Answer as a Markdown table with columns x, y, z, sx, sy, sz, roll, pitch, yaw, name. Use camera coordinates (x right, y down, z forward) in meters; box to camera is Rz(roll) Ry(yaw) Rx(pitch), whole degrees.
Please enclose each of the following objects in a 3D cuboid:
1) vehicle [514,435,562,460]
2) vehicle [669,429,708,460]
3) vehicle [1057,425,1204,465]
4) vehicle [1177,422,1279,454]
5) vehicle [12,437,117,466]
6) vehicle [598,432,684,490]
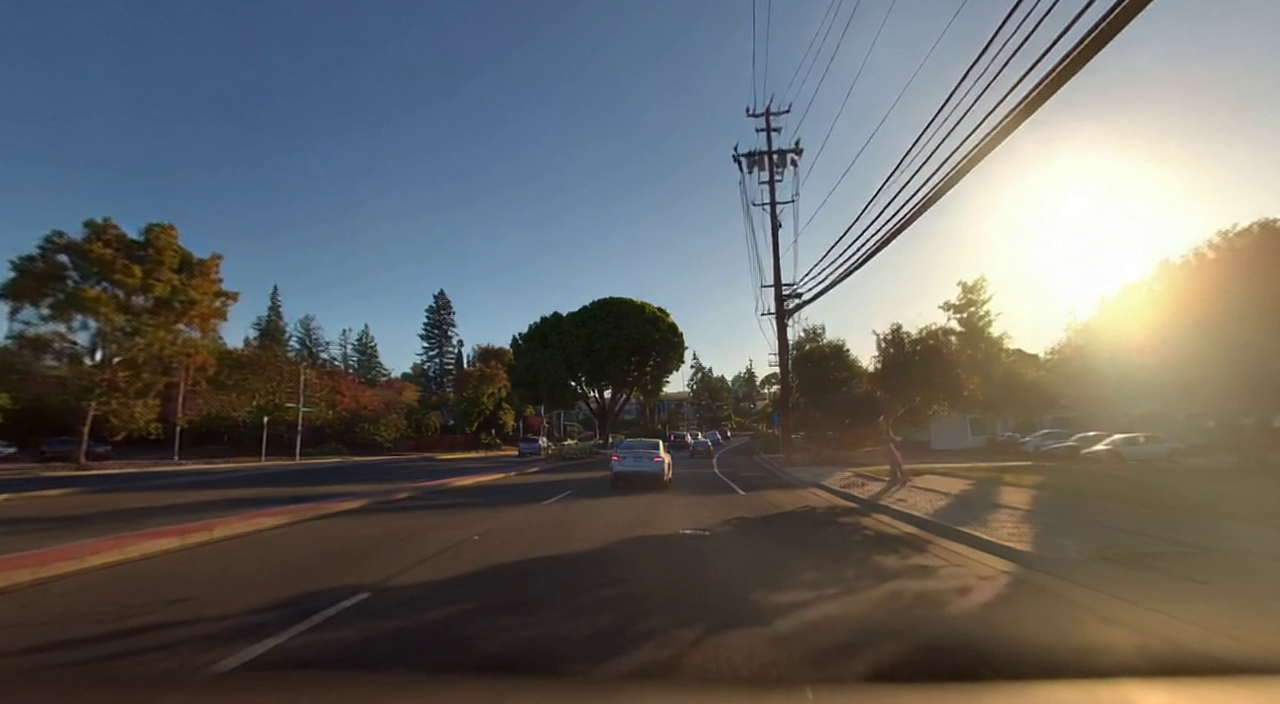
| x | y | z | sx | sy | sz | roll | pitch | yaw | name |
| --- | --- | --- | --- | --- | --- | --- | --- | --- | --- |
| -6.543 | 6.194 | 40.855 | 1.983 | 1.485 | 4.159 | -1 | -8 | 6 | vehicle |
| 3.266 | 6.134 | 41.754 | 2.158 | 1.939 | 4.935 | -2 | -9 | 9 | vehicle |
| 21.332 | 4.092 | 27.609 | 4.674 | 1.500 | 1.889 | 1 | -9 | 8 | vehicle |
| 33.506 | 4.788 | 35.330 | 4.689 | 1.603 | 1.929 | -3 | -7 | 11 | vehicle |
| -36.954 | 6.391 | 40.688 | 1.866 | 1.739 | 4.941 | -1 | -8 | 5 | vehicle |
| 0.157 | 3.109 | 18.276 | 2.117 | 1.474 | 4.036 | -1 | -8 | 5 | vehicle |
